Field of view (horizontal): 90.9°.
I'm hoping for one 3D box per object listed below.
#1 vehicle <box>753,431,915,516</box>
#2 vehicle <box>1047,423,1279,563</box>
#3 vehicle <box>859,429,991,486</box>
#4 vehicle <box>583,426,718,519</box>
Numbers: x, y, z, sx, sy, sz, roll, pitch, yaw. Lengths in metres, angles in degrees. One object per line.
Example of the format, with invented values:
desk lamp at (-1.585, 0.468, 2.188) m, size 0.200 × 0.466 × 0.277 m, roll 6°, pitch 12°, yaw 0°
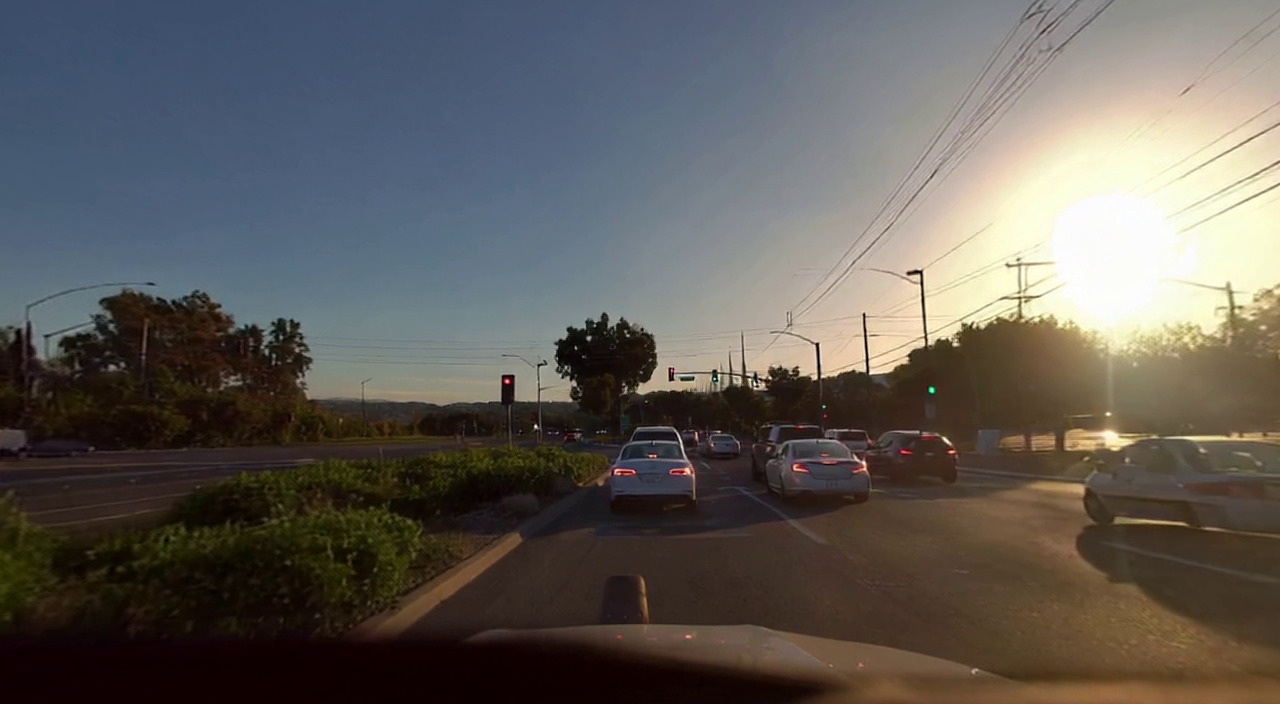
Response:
vehicle at (3.775, 2.444, 13.253) m, size 2.028 × 1.454 × 4.531 m, roll 0°, pitch -8°, yaw 1°
vehicle at (7.914, 1.776, 8.557) m, size 1.905 × 1.483 × 4.469 m, roll -1°, pitch -8°, yaw 2°
vehicle at (8.564, 3.222, 19.519) m, size 1.966 × 1.536 × 4.666 m, roll 0°, pitch -8°, yaw 1°
vehicle at (0.191, 2.309, 12.557) m, size 2.208 × 1.498 × 4.401 m, roll 0°, pitch -8°, yaw 1°
